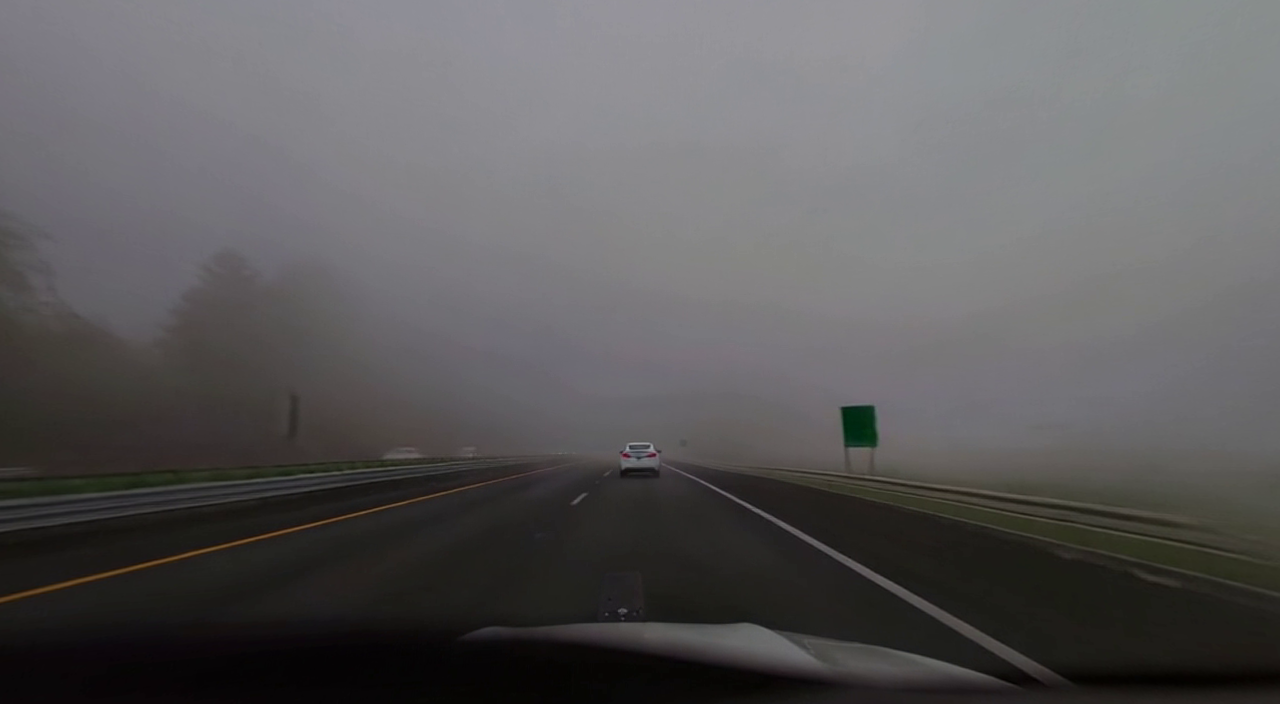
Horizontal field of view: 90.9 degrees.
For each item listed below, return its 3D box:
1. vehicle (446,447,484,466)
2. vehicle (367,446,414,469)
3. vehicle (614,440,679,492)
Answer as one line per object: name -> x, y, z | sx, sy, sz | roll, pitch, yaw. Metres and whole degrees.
vehicle -> -13.764, 8.239, 49.862 | 1.875, 1.457, 3.773 | 0, -9, 1
vehicle -> -17.378, 7.357, 44.110 | 1.727, 1.481, 3.726 | 0, -9, 0
vehicle -> 0.239, 4.101, 23.072 | 2.135, 1.686, 4.517 | 0, -9, 0
